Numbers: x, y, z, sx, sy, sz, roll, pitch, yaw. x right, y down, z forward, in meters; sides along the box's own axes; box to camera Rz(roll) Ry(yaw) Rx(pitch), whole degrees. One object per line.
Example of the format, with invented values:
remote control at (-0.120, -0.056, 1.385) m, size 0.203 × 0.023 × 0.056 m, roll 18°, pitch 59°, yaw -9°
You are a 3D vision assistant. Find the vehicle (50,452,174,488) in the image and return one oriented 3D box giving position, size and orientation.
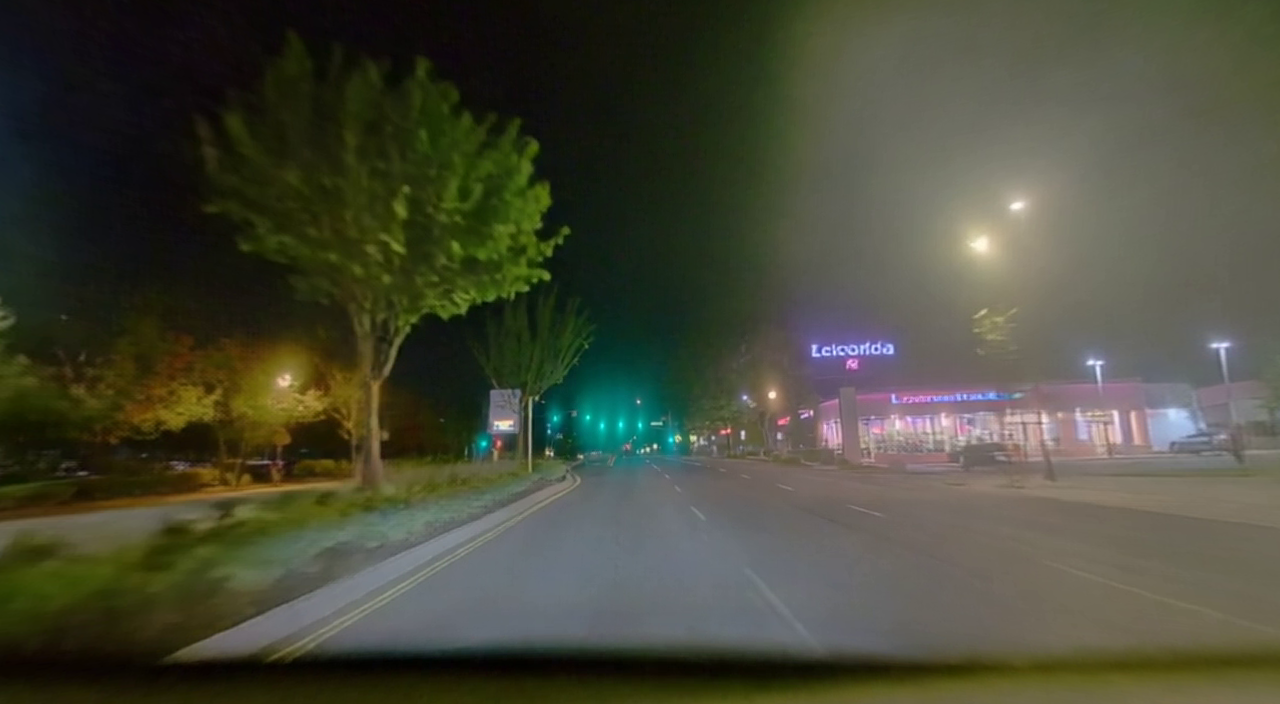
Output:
vehicle at (-27.422, 6.109, 33.028) m, size 4.529 × 1.711 × 1.972 m, roll 4°, pitch -10°, yaw -27°

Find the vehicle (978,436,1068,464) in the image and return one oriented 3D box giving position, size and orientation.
vehicle at (24.169, 6.192, 40.092) m, size 1.833 × 1.667 × 4.545 m, roll 3°, pitch -9°, yaw -24°

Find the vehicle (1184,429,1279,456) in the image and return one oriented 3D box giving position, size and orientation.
vehicle at (46.442, 7.069, 49.343) m, size 2.131 × 1.923 × 5.397 m, roll 3°, pitch -9°, yaw -23°

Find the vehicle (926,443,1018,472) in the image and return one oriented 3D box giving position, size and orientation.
vehicle at (19.442, 6.192, 37.214) m, size 1.869 × 1.481 × 4.459 m, roll 1°, pitch -9°, yaw -25°

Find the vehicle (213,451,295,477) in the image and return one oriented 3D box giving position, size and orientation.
vehicle at (-27.284, 7.931, 44.842) m, size 4.731 × 1.677 × 1.999 m, roll 4°, pitch -10°, yaw -28°
